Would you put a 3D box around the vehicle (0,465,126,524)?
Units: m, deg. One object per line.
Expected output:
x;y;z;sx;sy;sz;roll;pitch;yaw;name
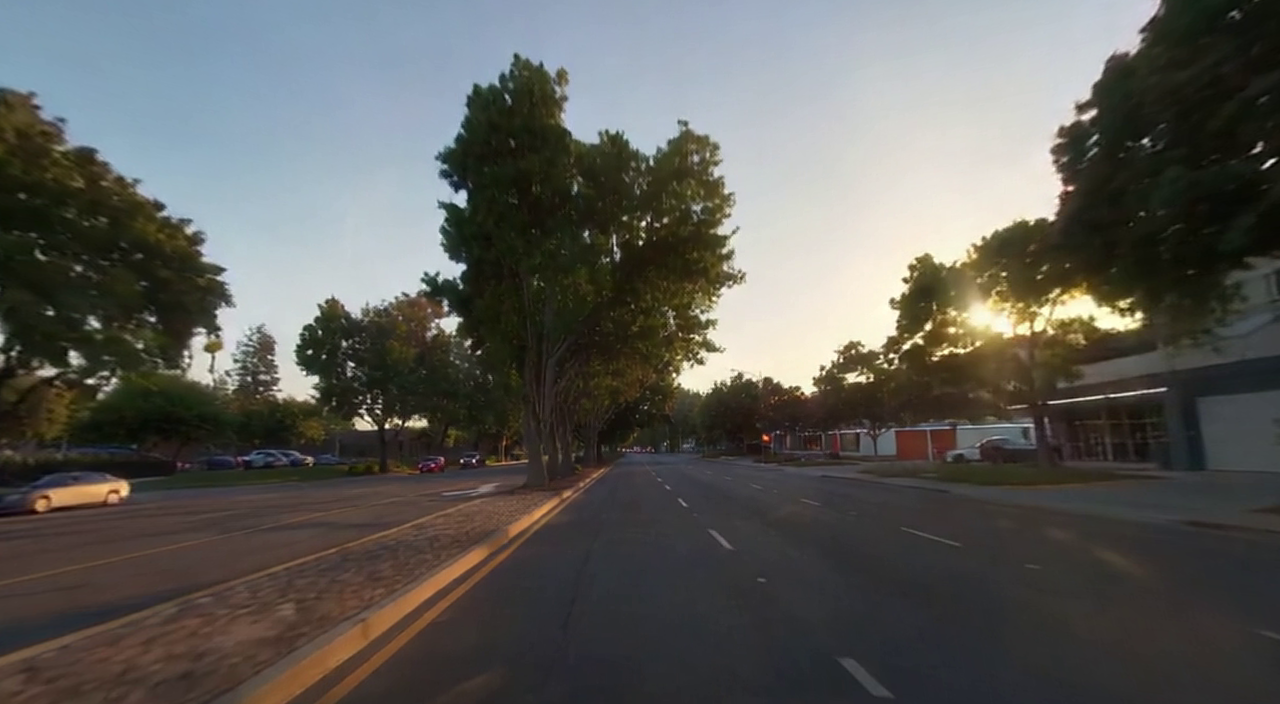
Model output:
-19.002;4.425;19.939;1.831;1.528;4.605;-1;-9;-3;vehicle

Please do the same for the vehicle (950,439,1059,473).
21.109;6.082;37.072;2.480;1.766;6.529;0;-9;0;vehicle
